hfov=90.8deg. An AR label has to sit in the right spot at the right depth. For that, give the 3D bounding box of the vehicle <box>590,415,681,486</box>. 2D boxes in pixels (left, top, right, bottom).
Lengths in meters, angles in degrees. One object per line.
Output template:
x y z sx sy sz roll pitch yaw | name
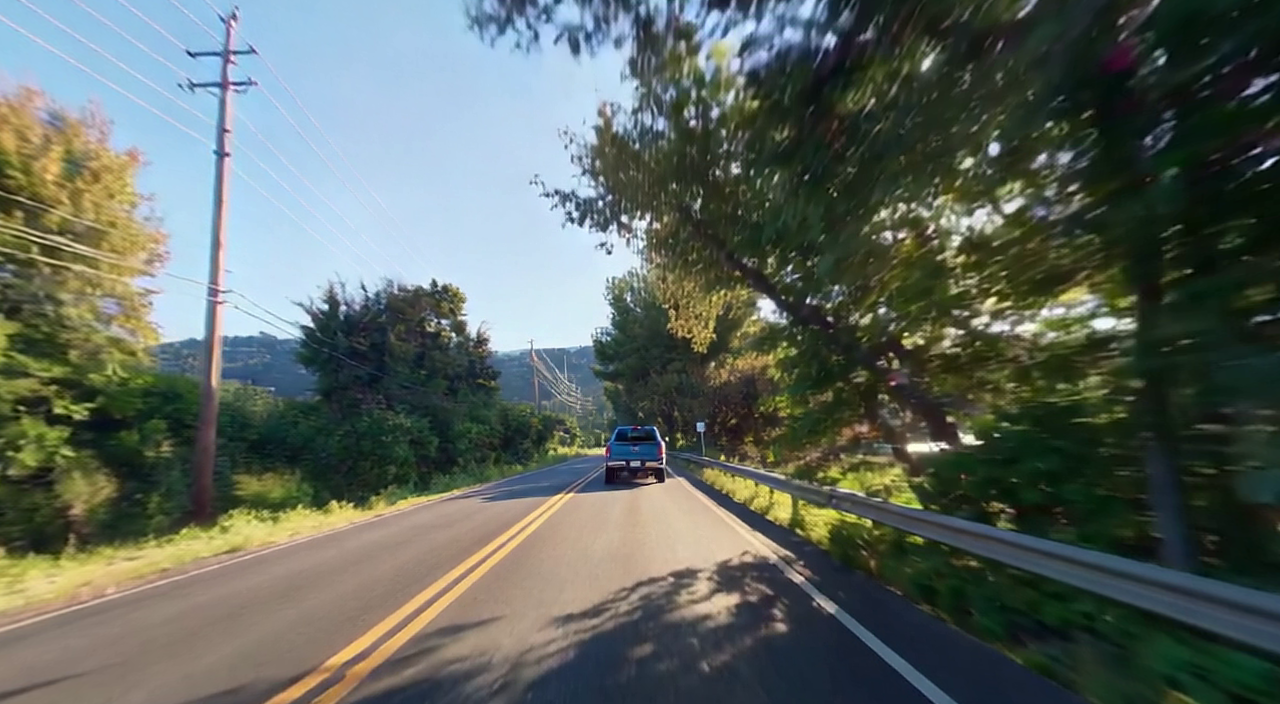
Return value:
-0.231 3.810 24.719 3.021 2.326 7.410 0 -8 -1 | vehicle
